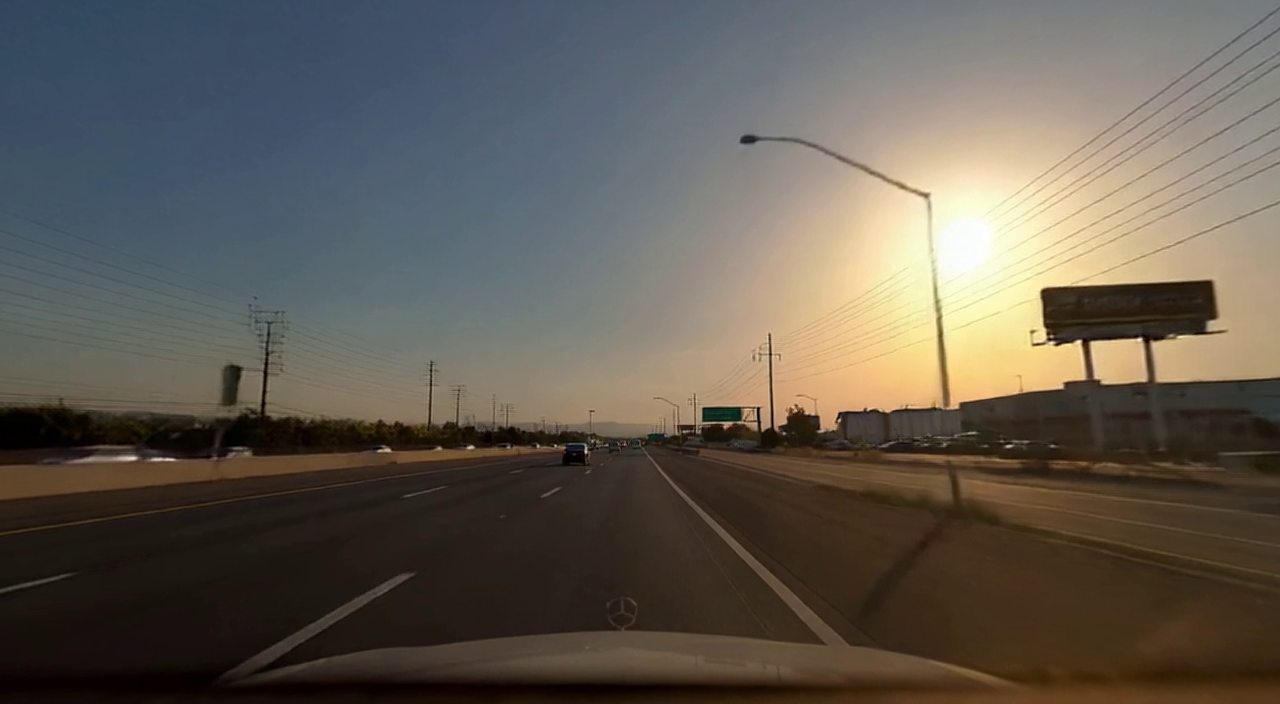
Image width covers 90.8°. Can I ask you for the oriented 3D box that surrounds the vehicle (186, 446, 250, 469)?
[{"bbox_3d":[-32.932,8.194,49.445,1.899,1.687,4.484,0,-9,0],"label":"vehicle"}]

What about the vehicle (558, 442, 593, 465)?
[{"bbox_3d":[-4.272,6.807,42.462,1.940,1.479,4.545,0,-9,-1],"label":"vehicle"}]

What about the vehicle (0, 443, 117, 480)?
[{"bbox_3d":[-29.448,5.502,32.025,1.975,1.687,4.555,0,-8,0],"label":"vehicle"}]
